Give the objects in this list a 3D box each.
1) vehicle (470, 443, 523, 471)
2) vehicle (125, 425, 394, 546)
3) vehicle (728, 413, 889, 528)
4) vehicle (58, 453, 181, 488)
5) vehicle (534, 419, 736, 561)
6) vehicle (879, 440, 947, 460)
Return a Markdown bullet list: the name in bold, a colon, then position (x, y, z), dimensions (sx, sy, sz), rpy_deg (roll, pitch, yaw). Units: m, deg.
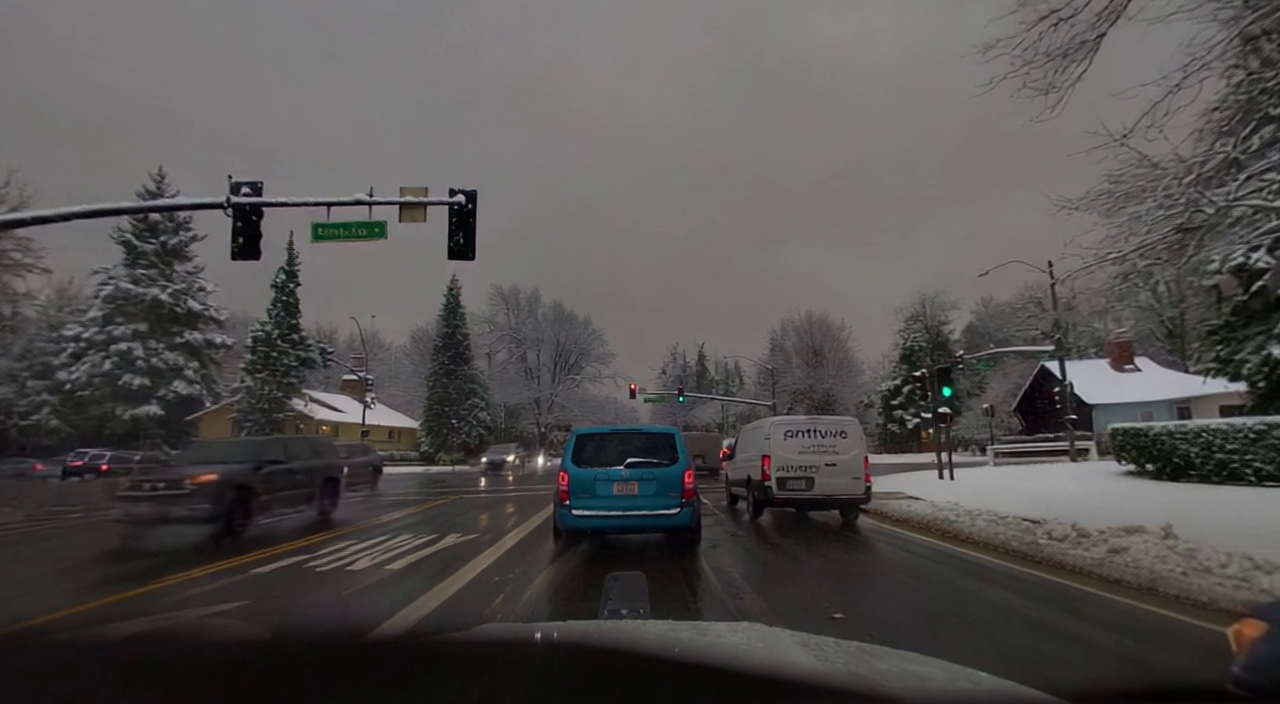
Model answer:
- **vehicle**: position (-9.753, 7.206, 43.219), dimensions (2.394, 1.815, 4.818), rpy_deg (0, -8, 2)
- **vehicle**: position (-6.615, 2.343, 11.781), dimensions (2.070, 1.775, 4.703), rpy_deg (0, -8, 0)
- **vehicle**: position (3.141, 2.314, 12.793), dimensions (2.059, 1.924, 4.257), rpy_deg (0, -8, 0)
- **vehicle**: position (-25.268, 5.754, 30.618), dimensions (4.073, 1.603, 1.920), rpy_deg (1, -9, -8)
- **vehicle**: position (-0.066, 1.923, 9.502), dimensions (2.321, 1.624, 4.367), rpy_deg (0, -8, 0)
- **vehicle**: position (20.843, 7.520, 48.033), dimensions (4.377, 1.483, 1.801), rpy_deg (1, -9, -7)
